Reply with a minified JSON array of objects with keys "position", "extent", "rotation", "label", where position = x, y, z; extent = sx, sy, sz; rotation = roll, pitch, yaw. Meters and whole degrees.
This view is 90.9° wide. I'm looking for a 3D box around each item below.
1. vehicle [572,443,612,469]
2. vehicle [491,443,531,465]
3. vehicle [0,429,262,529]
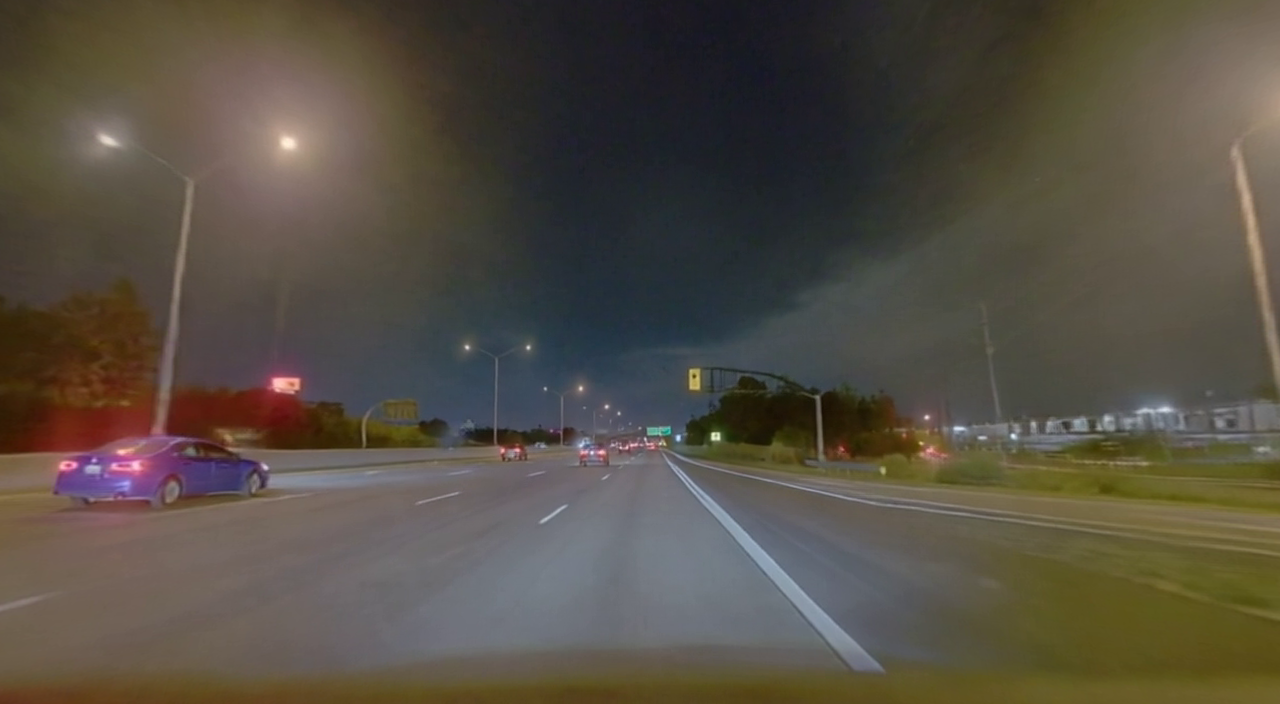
[{"position":[-2.874,6.354,38.930],"extent":[2.050,1.479,4.342],"rotation":[0,-8,1],"label":"vehicle"},{"position":[-9.338,7.365,45.868],"extent":[1.930,1.490,3.955],"rotation":[0,-8,2],"label":"vehicle"},{"position":[-9.889,2.321,12.225],"extent":[2.002,1.526,4.822],"rotation":[0,-8,2],"label":"vehicle"}]
